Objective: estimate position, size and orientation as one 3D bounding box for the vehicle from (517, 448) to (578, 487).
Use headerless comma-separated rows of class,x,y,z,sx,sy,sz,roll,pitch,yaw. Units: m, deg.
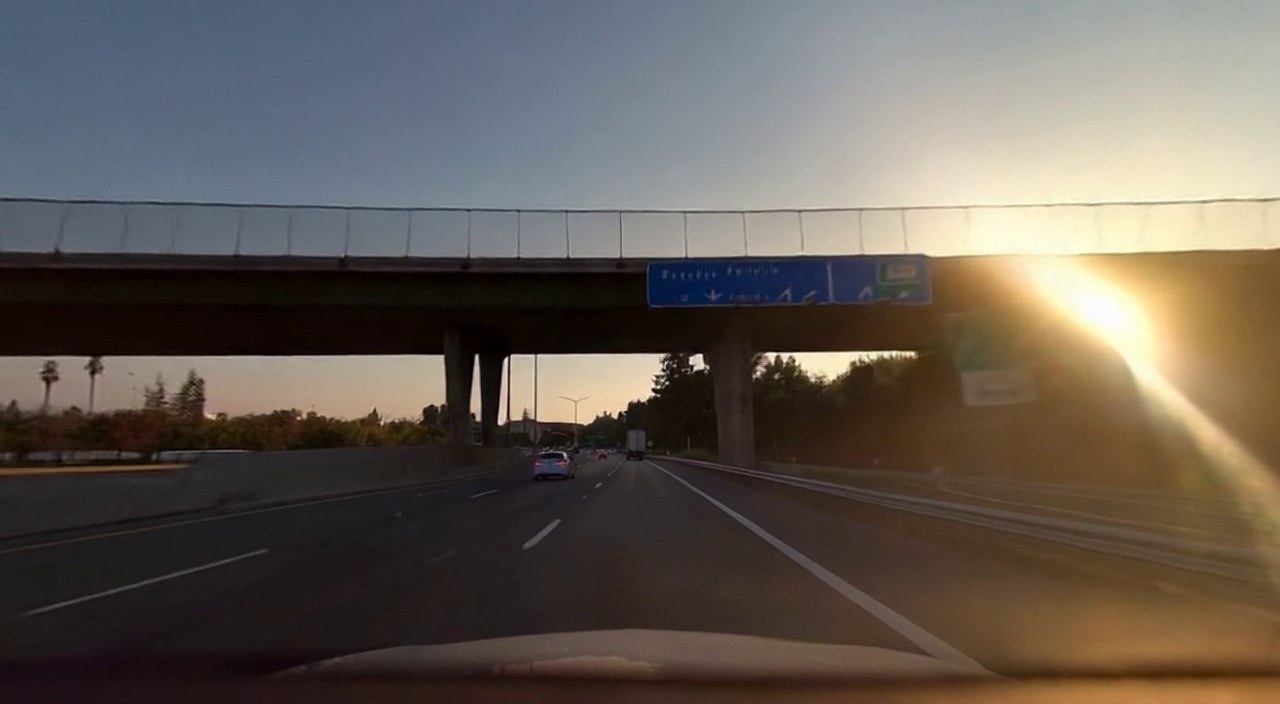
vehicle,-4.044,5.115,28.217,2.070,1.564,4.145,0,-9,0
